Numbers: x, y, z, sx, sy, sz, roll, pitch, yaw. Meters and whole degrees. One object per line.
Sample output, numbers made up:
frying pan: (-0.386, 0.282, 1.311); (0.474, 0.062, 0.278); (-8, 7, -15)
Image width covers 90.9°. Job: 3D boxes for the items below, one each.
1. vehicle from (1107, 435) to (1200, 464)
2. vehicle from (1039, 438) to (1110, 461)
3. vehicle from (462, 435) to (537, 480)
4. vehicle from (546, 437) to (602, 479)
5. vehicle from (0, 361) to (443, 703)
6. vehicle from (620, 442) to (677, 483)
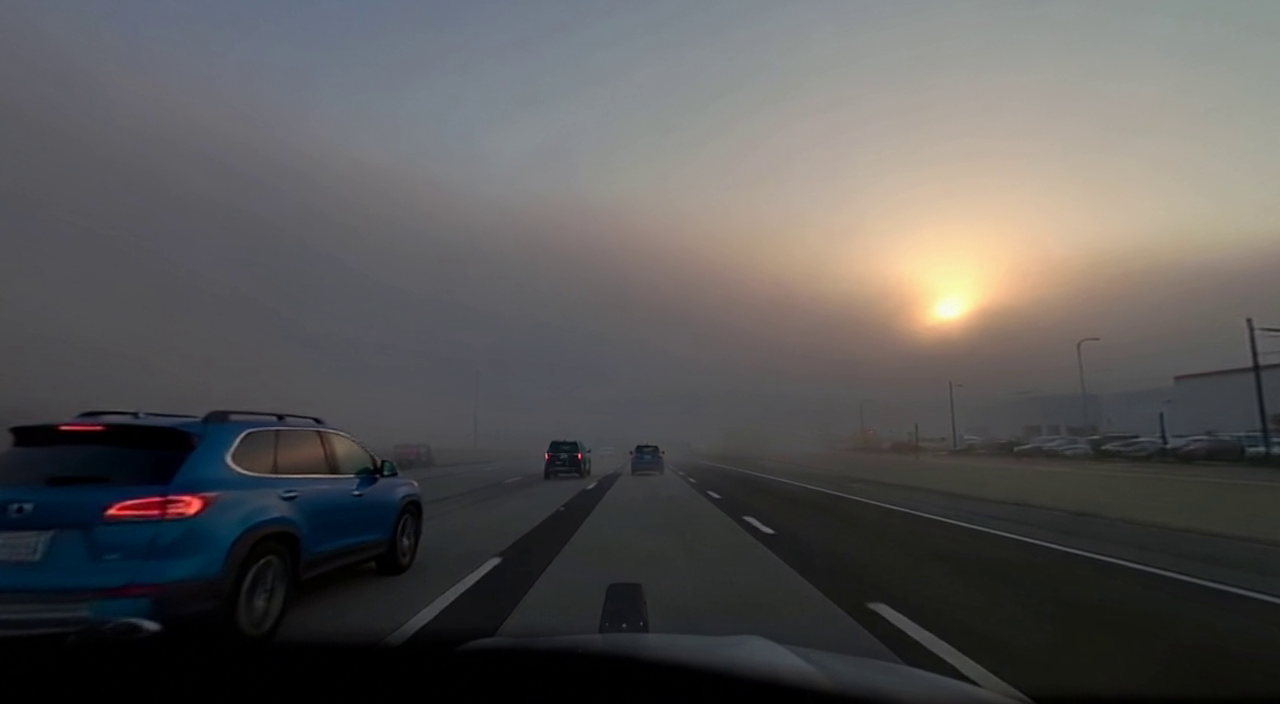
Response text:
vehicle: (30.379, 5.779, 37.502); (1.843, 1.626, 4.378); (0, -9, 1)
vehicle: (30.445, 6.867, 44.365); (1.838, 1.491, 4.554); (0, -9, 1)
vehicle: (-6.149, 4.693, 28.278); (2.125, 1.804, 4.864); (0, -9, 1)
vehicle: (-2.897, 4.738, 28.541); (2.007, 1.730, 4.412); (0, -9, 1)
vehicle: (-3.263, 1.207, 4.922); (1.961, 1.687, 4.453); (0, -9, 1)
vehicle: (0.333, 4.326, 25.075); (2.090, 1.474, 3.970); (0, -9, 0)
